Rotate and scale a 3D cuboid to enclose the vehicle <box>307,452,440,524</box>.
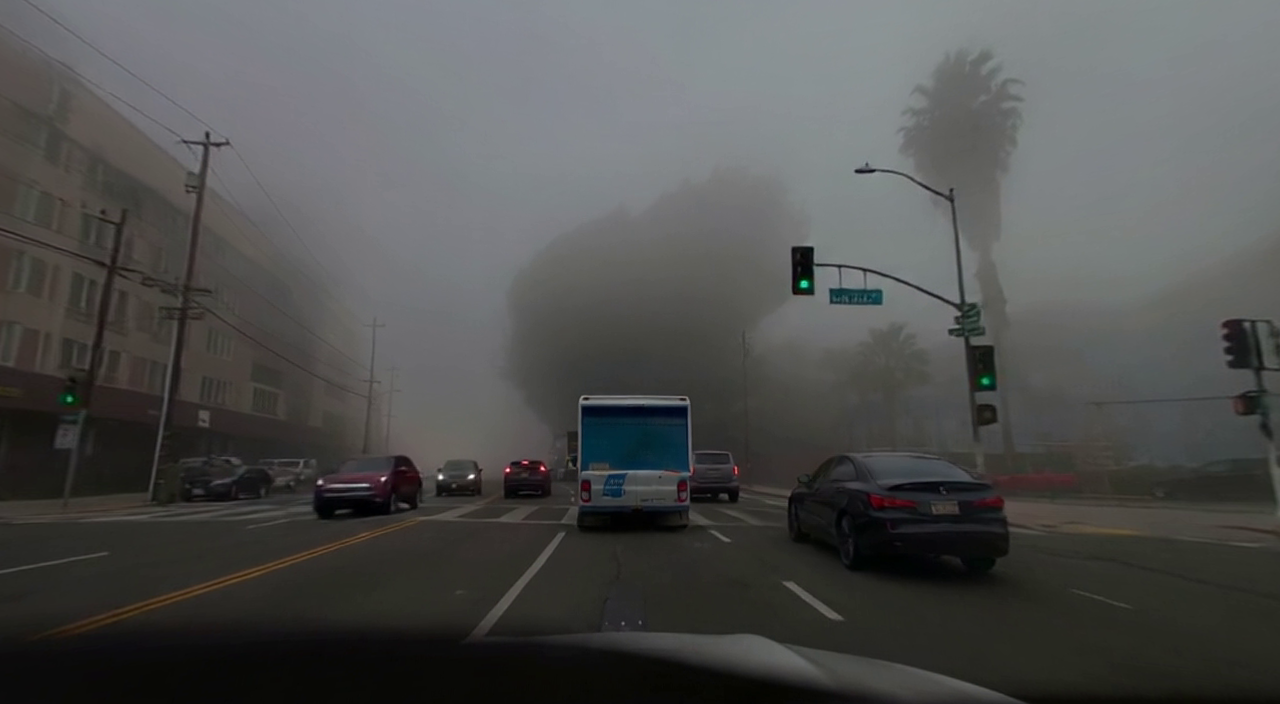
[{"bbox_3d":[-6.511,3.321,15.857,1.801,1.524,3.974,0,-9,-3],"label":"vehicle"}]

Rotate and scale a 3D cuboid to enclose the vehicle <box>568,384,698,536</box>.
[{"bbox_3d":[-0.389,2.562,15.423,2.517,2.926,6.177,1,-9,-5],"label":"vehicle"}]

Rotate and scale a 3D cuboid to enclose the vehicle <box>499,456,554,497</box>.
[{"bbox_3d":[-4.860,5.360,27.413,2.033,1.555,4.408,1,-9,-6],"label":"vehicle"}]

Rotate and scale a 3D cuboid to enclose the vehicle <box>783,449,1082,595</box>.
[{"bbox_3d":[3.676,2.186,9.088,1.978,1.507,4.636,0,-9,-2],"label":"vehicle"}]

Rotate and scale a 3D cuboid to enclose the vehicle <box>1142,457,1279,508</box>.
[{"bbox_3d":[23.947,5.220,25.560,2.111,1.804,4.910,5,-10,-27],"label":"vehicle"}]

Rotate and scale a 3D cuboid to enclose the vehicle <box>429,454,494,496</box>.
[{"bbox_3d":[-7.999,5.527,28.537,2.165,1.690,4.322,1,-9,-7],"label":"vehicle"}]

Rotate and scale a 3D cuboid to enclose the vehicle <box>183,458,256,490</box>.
[{"bbox_3d":[-24.046,6.966,36.071,1.974,1.597,4.606,2,-9,-14],"label":"vehicle"}]

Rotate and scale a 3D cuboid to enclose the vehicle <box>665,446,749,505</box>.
[{"bbox_3d":[2.375,4.587,23.914,2.157,1.944,5.423,1,-9,-5],"label":"vehicle"}]

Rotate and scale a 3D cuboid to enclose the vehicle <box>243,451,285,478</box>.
[{"bbox_3d":[-29.082,8.684,48.672,1.981,1.887,4.441,3,-9,-22],"label":"vehicle"}]
